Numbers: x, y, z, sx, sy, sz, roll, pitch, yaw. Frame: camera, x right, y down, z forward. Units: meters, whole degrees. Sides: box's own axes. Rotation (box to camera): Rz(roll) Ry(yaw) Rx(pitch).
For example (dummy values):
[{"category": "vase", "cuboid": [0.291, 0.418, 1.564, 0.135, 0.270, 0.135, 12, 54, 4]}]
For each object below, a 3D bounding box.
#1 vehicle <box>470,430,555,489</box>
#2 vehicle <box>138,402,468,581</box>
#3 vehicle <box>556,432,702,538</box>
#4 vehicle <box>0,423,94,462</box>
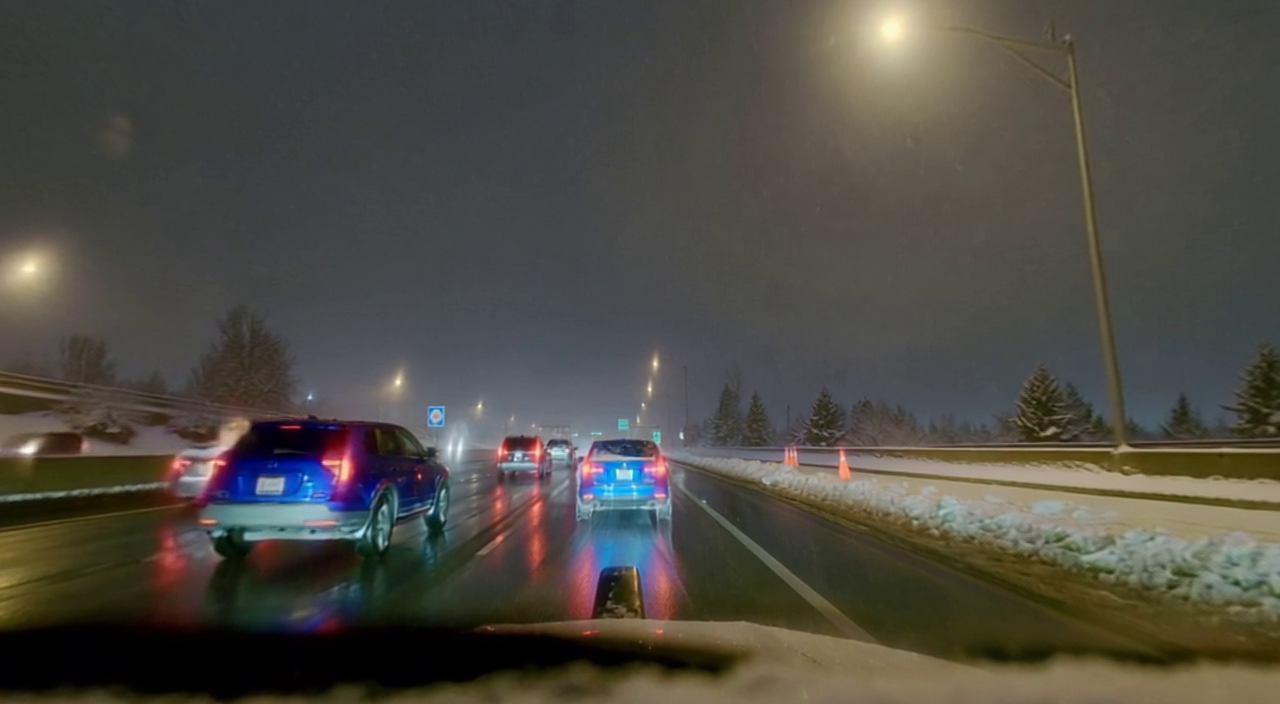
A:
[{"category": "vehicle", "cuboid": [-4.083, 3.523, 20.945, 1.982, 1.727, 4.057, 0, -9, -1]}, {"category": "vehicle", "cuboid": [-3.812, 1.652, 8.210, 2.025, 1.708, 4.089, 0, -9, 0]}, {"category": "vehicle", "cuboid": [-0.218, 2.187, 11.011, 2.069, 1.484, 3.982, 0, -9, -2]}, {"category": "vehicle", "cuboid": [-29.030, 4.328, 30.129, 2.033, 1.675, 4.577, 1, -9, -4]}]
